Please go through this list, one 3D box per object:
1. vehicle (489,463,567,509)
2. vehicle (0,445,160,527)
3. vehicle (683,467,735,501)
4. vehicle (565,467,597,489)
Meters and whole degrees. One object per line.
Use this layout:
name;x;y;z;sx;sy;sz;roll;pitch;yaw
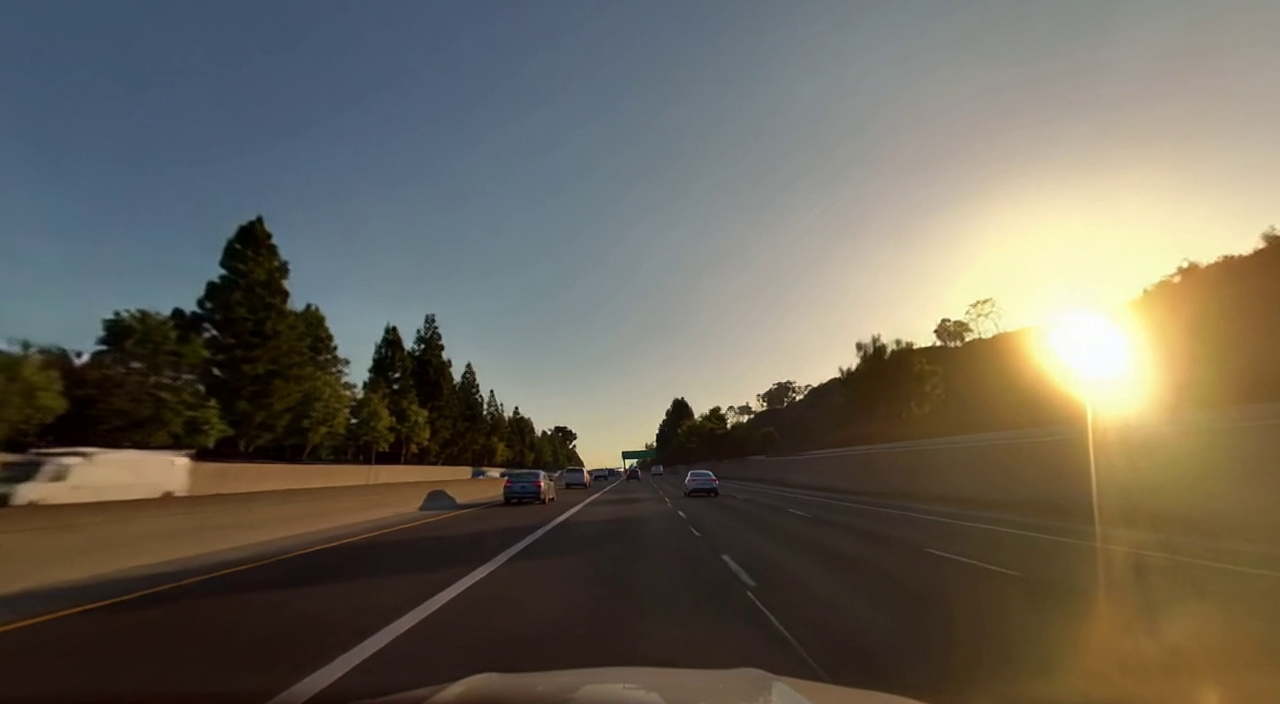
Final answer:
vehicle;-4.012;4.916;23.458;2.004;1.468;4.812;0;-11;0
vehicle;-16.660;3.698;17.739;2.179;1.970;5.152;1;-11;0
vehicle;3.294;6.394;30.712;1.981;1.516;4.109;1;-11;-1
vehicle;-4.213;9.057;45.460;2.000;1.484;3.995;1;-11;-1
